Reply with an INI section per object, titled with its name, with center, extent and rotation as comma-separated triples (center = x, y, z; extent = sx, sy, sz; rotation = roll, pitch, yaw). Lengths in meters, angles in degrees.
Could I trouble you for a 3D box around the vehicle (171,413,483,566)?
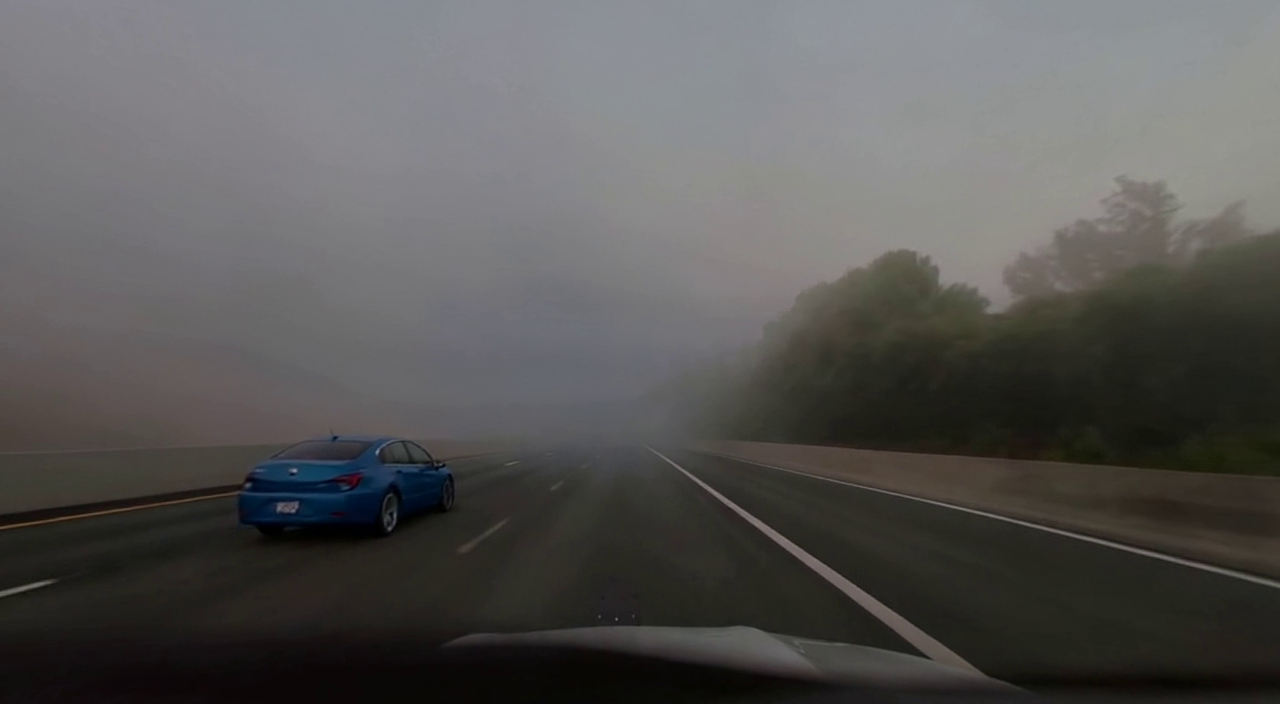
[vehicle]
center = -3.686, 1.668, 8.543
extent = 2.026, 1.517, 4.325
rotation = 0, -8, 0
